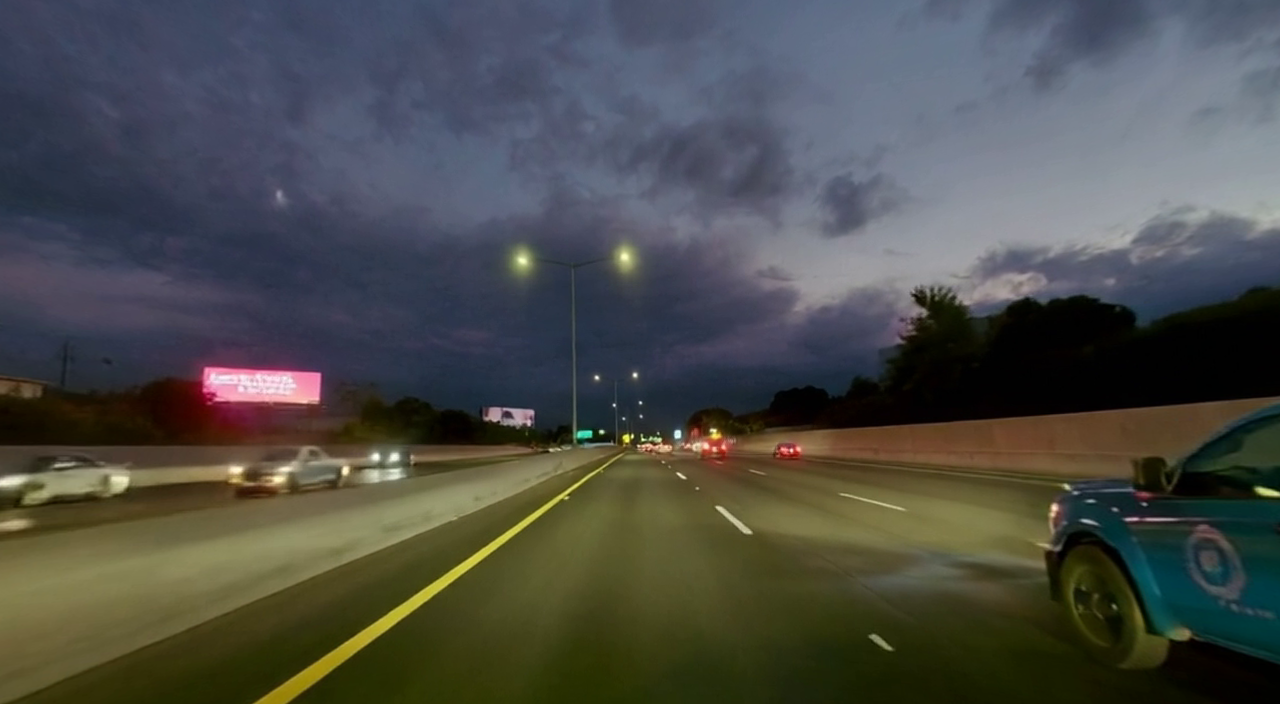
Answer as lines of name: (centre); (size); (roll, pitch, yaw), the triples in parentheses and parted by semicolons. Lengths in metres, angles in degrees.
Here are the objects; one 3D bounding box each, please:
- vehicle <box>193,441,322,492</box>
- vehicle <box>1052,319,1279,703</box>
vehicle: (-14.598, 4.361, 24.536); (2.011, 1.732, 4.825); (0, -8, 0)
vehicle: (3.308, 0.581, 1.222); (1.973, 1.710, 4.476); (0, -8, 0)
